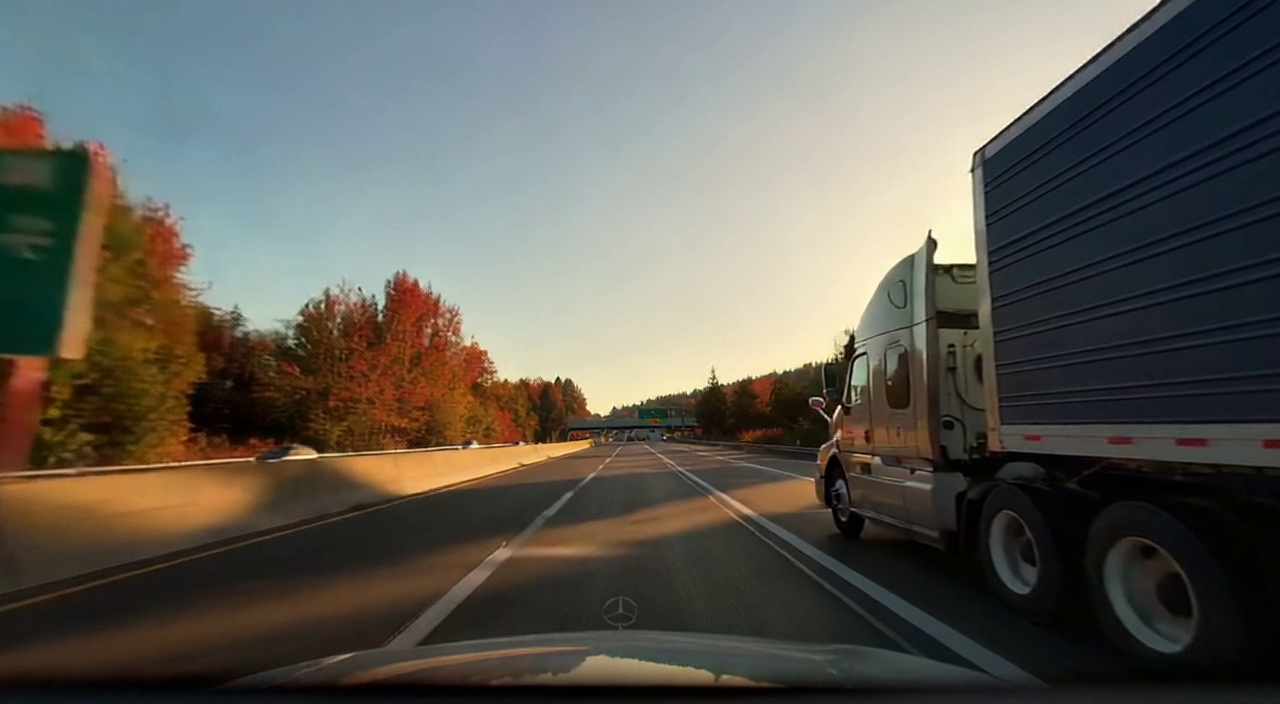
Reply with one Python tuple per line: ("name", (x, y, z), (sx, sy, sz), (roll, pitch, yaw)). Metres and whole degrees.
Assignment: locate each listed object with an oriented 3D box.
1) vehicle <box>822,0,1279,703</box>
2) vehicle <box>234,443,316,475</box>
("vehicle", (4.127, -0.439, 1.726), (3.220, 3.912, 12.116), (0, -8, -2))
("vehicle", (-18.988, 5.550, 32.894), (1.869, 1.522, 3.997), (0, -8, 0))
